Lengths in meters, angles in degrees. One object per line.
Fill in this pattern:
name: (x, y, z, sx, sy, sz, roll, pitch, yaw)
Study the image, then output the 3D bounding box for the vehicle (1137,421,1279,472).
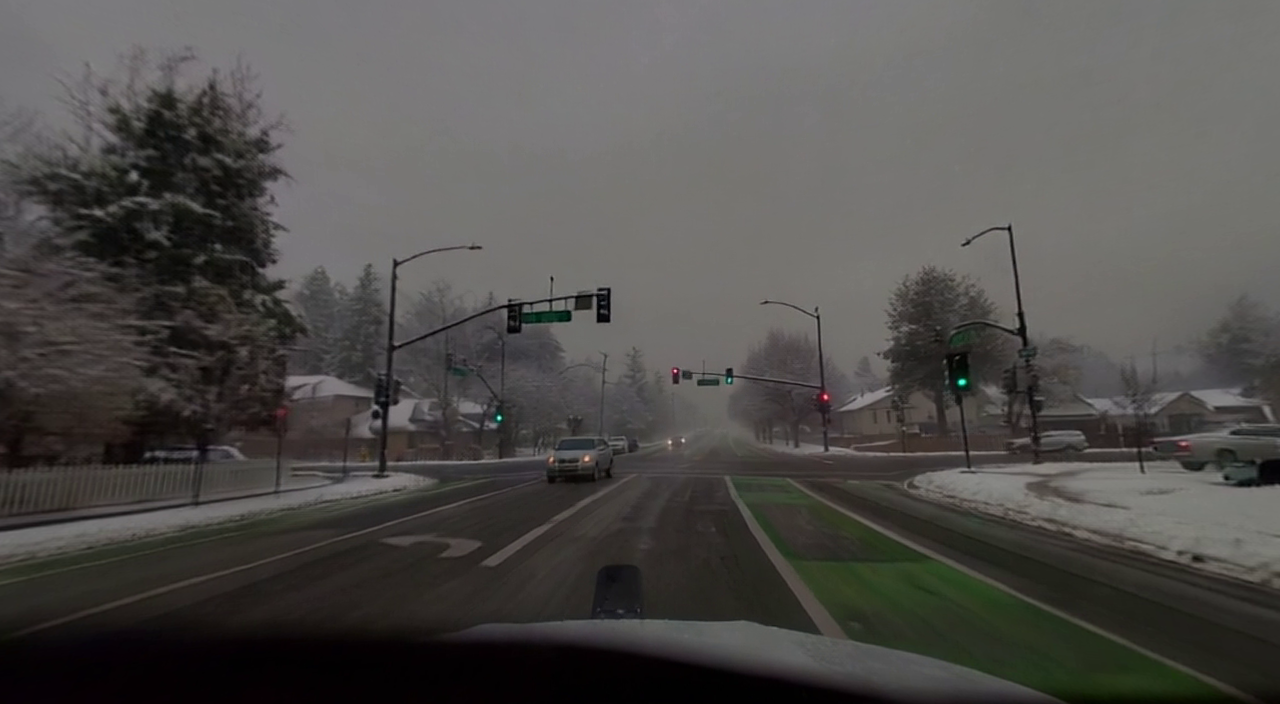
vehicle: (19.827, 3.189, 21.590, 1.937, 1.474, 5.114, -3, -8, 8)

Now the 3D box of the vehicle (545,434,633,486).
vehicle: (-1.508, 3.493, 20.746, 1.904, 1.489, 4.746, -1, -8, 8)
